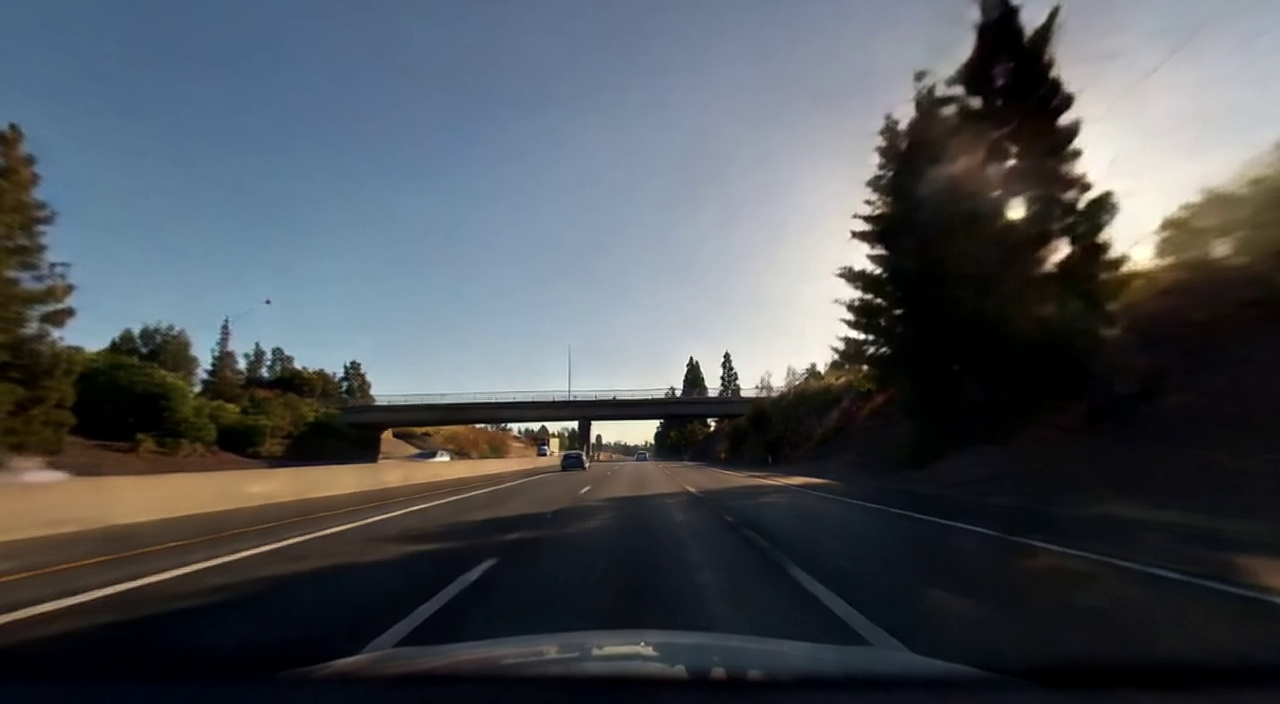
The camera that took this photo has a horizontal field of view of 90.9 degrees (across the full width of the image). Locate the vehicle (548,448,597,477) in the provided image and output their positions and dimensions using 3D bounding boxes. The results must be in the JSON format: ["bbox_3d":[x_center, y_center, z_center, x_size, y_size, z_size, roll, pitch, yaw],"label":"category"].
[{"bbox_3d":[-3.706,6.161,35.362,2.293,1.462,4.452,0,-9,0],"label":"vehicle"}]
